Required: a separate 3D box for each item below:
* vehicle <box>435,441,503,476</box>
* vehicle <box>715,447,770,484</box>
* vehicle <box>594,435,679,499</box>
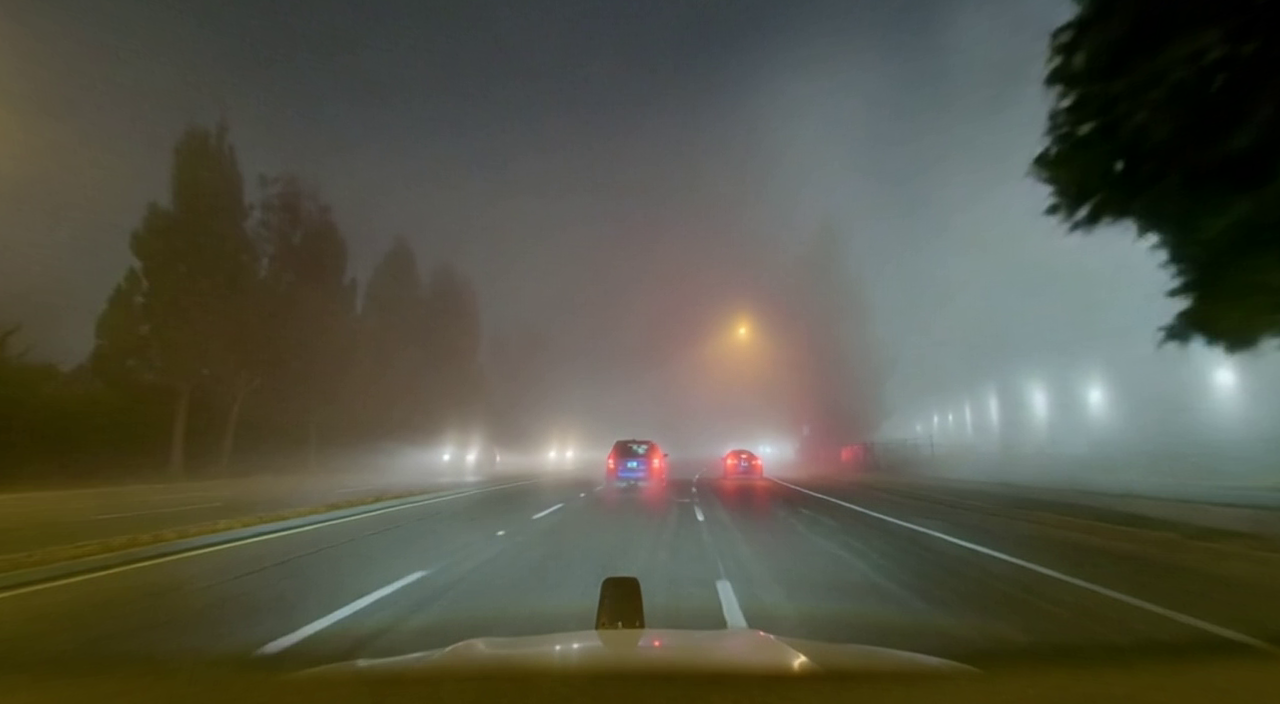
[{"bbox_3d":[-9.437,5.925,35.258,2.034,1.791,4.582,-1,-9,7],"label":"vehicle"},{"bbox_3d":[4.399,4.893,27.675,2.147,1.474,4.083,-1,-9,6],"label":"vehicle"},{"bbox_3d":[0.035,3.396,19.089,2.105,1.676,4.541,-1,-9,5],"label":"vehicle"}]
